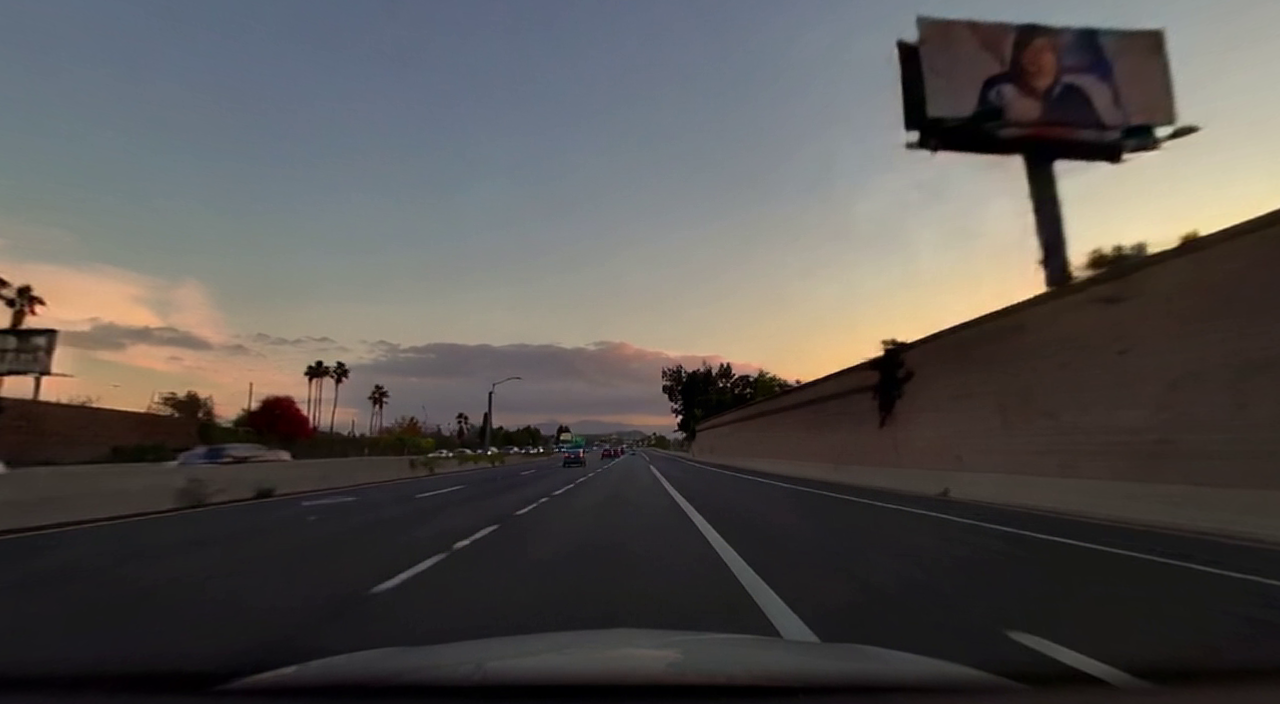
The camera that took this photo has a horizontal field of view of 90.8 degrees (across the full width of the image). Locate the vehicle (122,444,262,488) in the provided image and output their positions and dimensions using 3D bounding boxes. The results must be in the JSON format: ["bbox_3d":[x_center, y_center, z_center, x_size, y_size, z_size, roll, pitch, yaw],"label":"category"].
[{"bbox_3d":[-18.552,4.689,26.539,2.273,1.652,4.927,0,-8,0],"label":"vehicle"}]

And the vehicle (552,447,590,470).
[{"bbox_3d":[-4.617,7.179,42.923,2.078,1.457,4.648,0,-8,0],"label":"vehicle"}]
